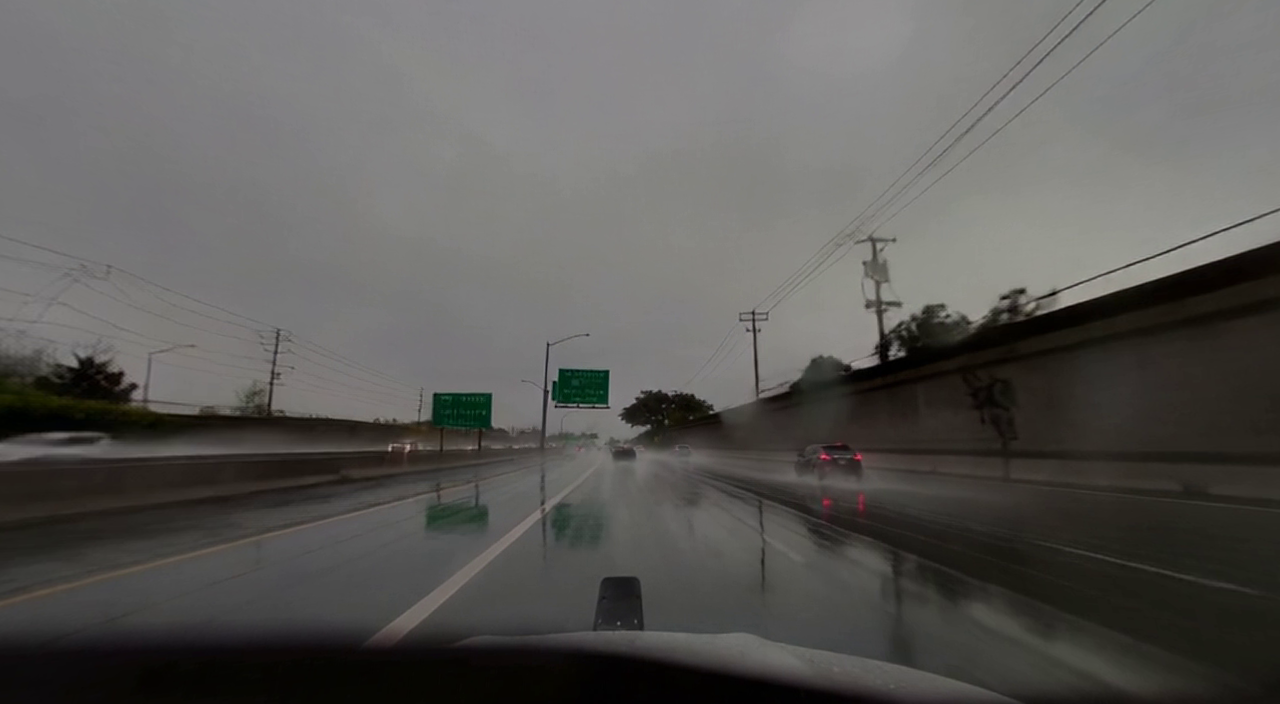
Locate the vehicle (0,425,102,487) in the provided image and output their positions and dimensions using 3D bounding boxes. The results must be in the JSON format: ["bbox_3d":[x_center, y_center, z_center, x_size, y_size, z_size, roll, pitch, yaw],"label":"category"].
[{"bbox_3d":[-20.453,3.284,20.058,2.115,1.861,5.374,0,-9,-2],"label":"vehicle"}]

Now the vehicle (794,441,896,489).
[{"bbox_3d":[6.767,3.770,21.438,1.876,1.451,4.154,0,-9,-3],"label":"vehicle"}]

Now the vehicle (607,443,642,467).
[{"bbox_3d":[-1.059,6.787,41.706,2.109,1.489,4.027,1,-9,-4],"label":"vehicle"}]
